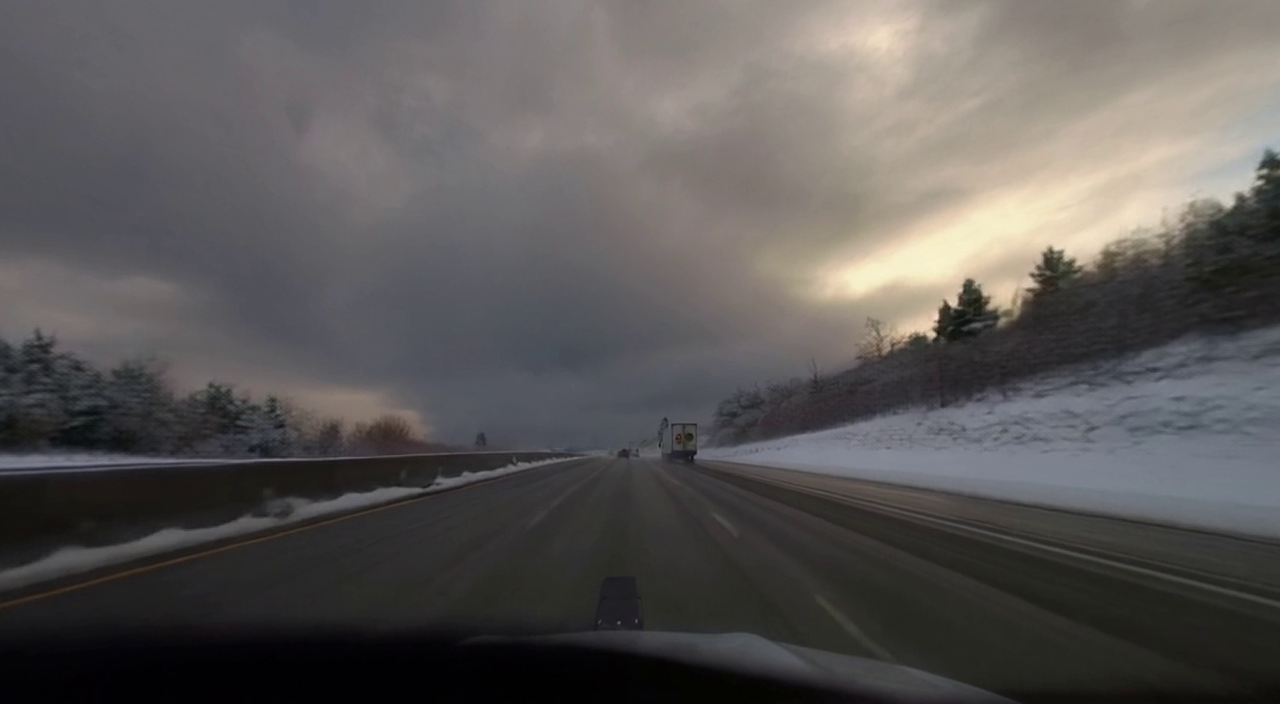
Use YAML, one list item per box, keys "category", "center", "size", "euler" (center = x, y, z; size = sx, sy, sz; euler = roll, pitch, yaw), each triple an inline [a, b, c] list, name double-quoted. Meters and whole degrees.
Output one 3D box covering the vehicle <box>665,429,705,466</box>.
- category: "vehicle"
  center: [3.364, 7.337, 48.323]
  size: [2.527, 2.682, 4.082]
  euler: [0, -9, -3]
